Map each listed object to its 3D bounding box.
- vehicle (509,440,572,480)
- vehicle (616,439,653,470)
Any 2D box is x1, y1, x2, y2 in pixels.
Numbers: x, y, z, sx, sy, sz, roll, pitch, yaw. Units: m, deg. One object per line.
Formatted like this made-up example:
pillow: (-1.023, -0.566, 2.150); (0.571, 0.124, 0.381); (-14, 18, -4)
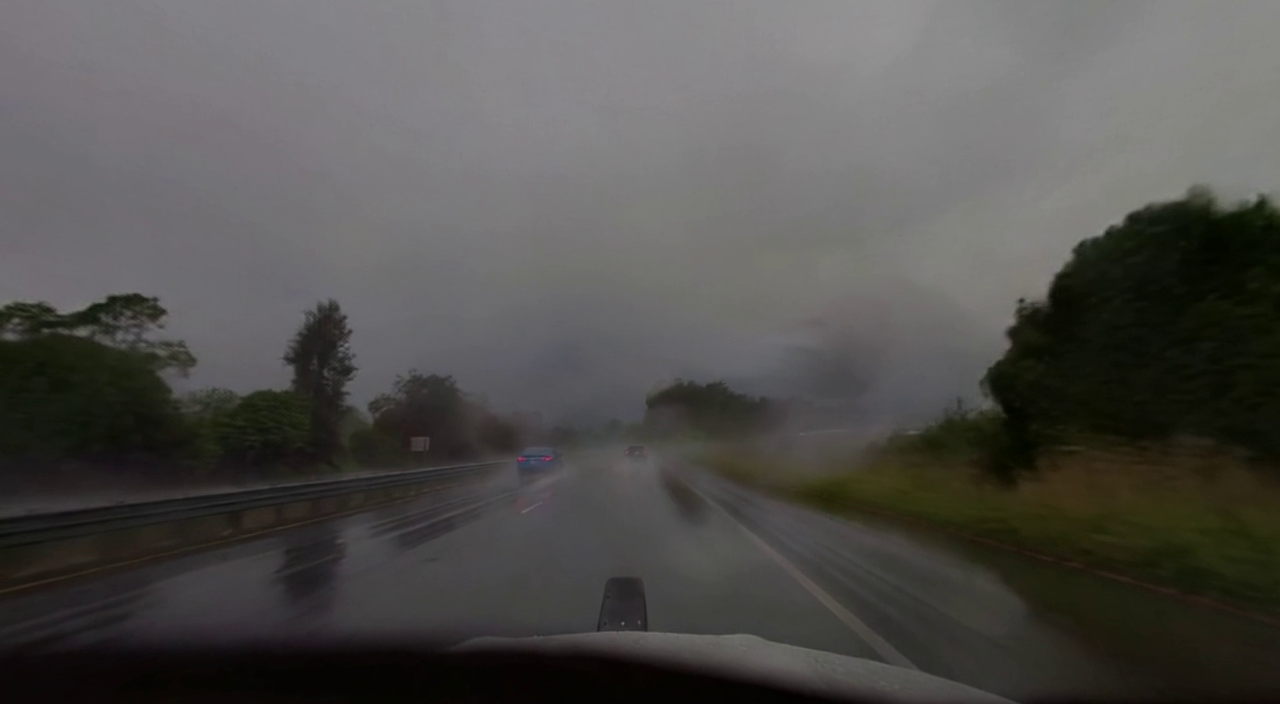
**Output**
vehicle: (-4.394, 4.860, 28.476); (2.113, 1.656, 4.215); (0, -9, 1)
vehicle: (-0.332, 6.289, 38.767); (2.126, 1.786, 3.958); (0, -9, 0)
